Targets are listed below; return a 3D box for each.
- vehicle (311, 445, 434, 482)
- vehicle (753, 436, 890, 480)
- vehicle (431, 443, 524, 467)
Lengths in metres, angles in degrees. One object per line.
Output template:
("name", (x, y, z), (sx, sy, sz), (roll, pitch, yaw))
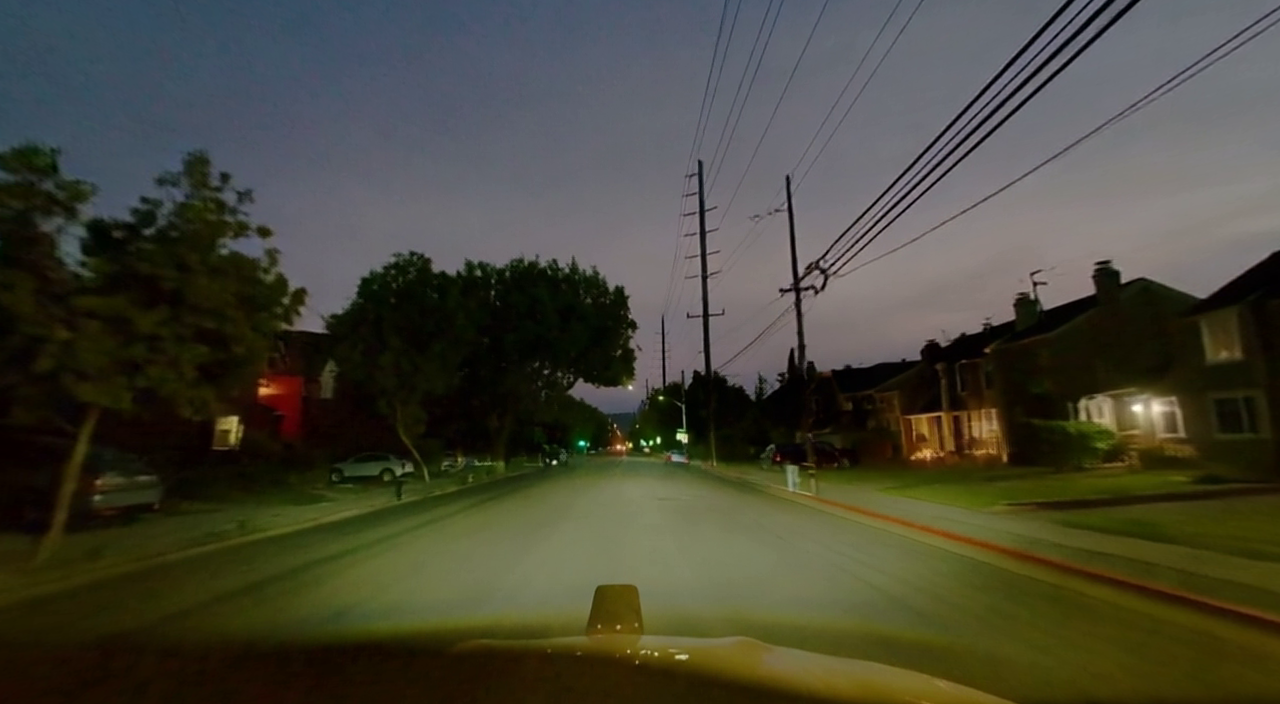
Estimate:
("vehicle", (-11.401, 4.778, 27.191), (4.371, 1.482, 1.954), (0, -9, -3))
("vehicle", (8.720, 5.132, 30.863), (5.890, 1.896, 2.459), (-1, -8, -1))
("vehicle", (-12.603, 8.045, 49.417), (6.619, 1.759, 2.632), (0, -8, -2))
